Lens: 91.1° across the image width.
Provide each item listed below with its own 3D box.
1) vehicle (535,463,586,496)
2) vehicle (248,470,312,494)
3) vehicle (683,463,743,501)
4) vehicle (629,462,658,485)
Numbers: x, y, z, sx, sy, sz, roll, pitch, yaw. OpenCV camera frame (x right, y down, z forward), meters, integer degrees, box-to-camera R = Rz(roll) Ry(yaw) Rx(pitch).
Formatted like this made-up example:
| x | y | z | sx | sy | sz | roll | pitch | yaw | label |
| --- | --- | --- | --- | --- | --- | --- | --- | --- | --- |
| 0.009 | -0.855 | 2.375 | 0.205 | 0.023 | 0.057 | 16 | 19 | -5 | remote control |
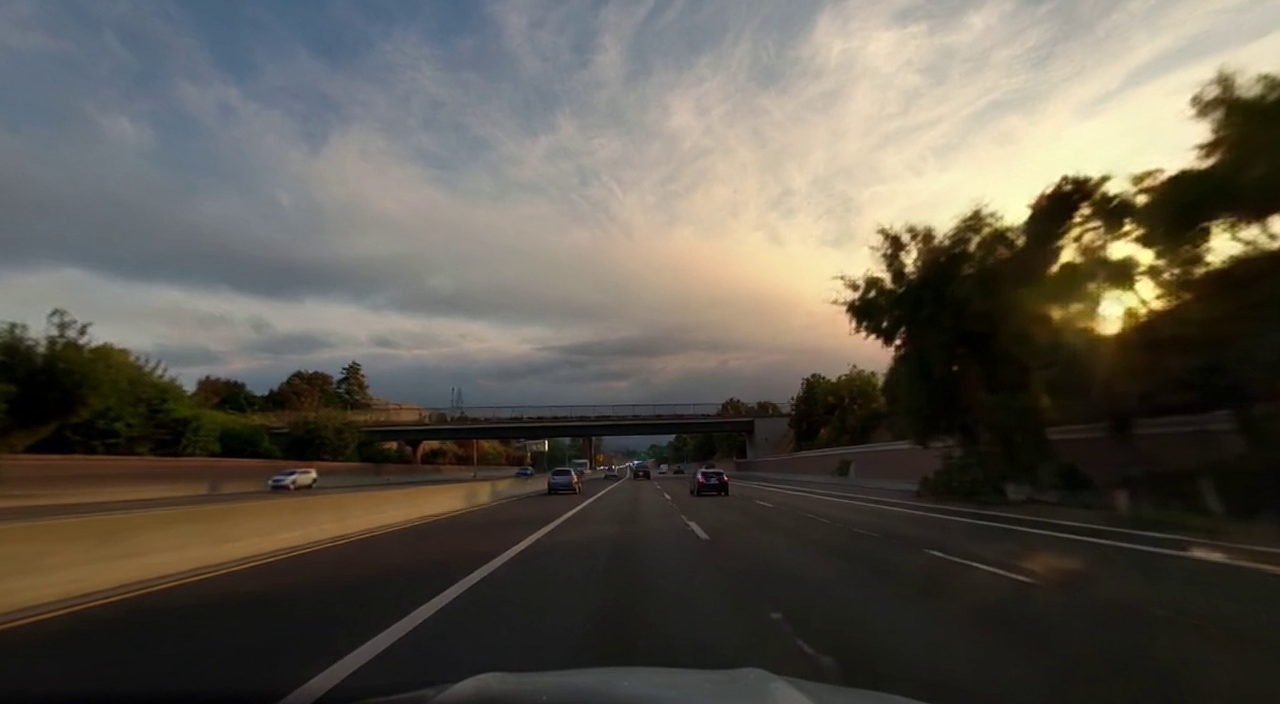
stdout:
| x | y | z | sx | sy | sz | roll | pitch | yaw | label |
| --- | --- | --- | --- | --- | --- | --- | --- | --- | --- |
| -3.891 | 6.331 | 31.374 | 1.975 | 1.486 | 3.903 | 1 | -10 | 0 | vehicle |
| -28.181 | 10.172 | 49.334 | 2.133 | 1.712 | 4.547 | 0 | -10 | 2 | vehicle |
| 3.186 | 5.787 | 28.245 | 2.092 | 1.518 | 4.348 | 1 | -10 | -2 | vehicle |
| 0.257 | 9.600 | 49.567 | 2.181 | 1.698 | 4.056 | 1 | -10 | 0 | vehicle |
